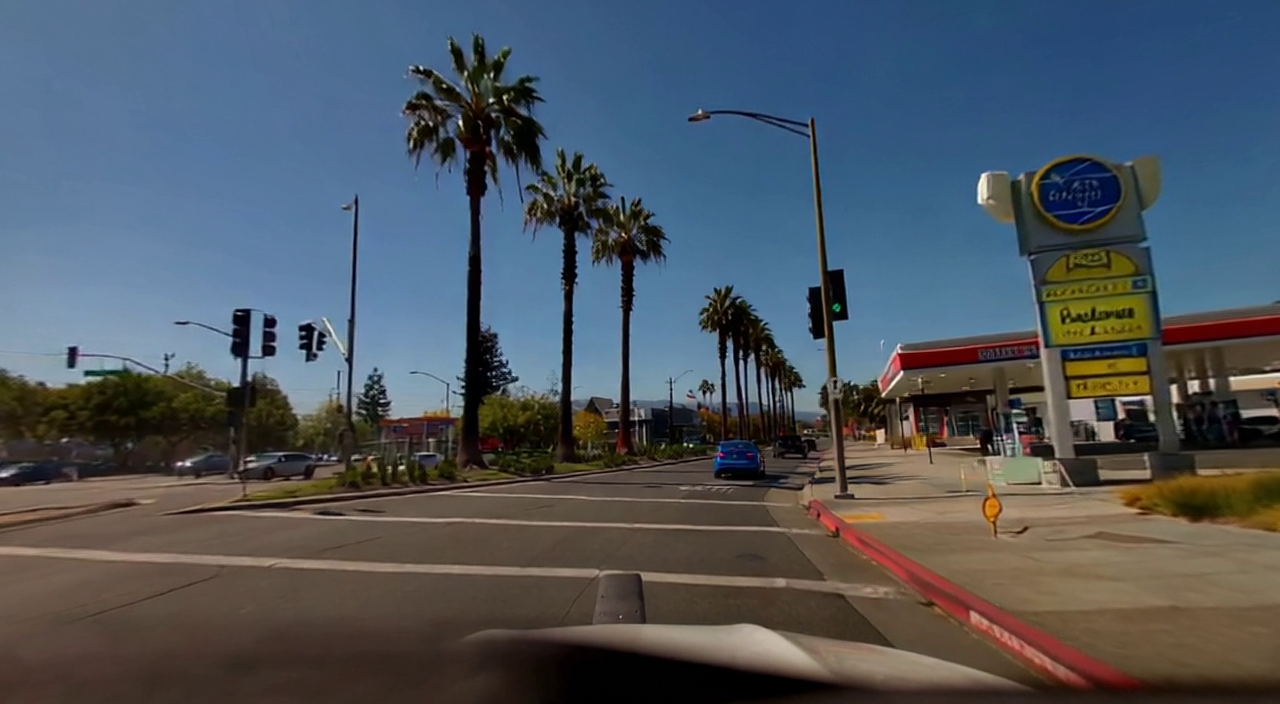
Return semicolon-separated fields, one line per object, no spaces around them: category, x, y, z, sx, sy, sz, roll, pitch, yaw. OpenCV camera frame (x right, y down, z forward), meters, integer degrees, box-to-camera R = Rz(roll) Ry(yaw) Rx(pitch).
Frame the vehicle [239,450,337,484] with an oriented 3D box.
vehicle;-18.731;6.091;33.702;1.884;1.651;4.330;-3;-9;18

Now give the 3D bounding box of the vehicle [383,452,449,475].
vehicle;-15.521;7.759;43.878;1.825;1.441;4.656;-3;-9;18

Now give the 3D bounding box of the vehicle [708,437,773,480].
vehicle;4.015;4.094;24.495;2.050;1.509;4.148;-2;-9;15
